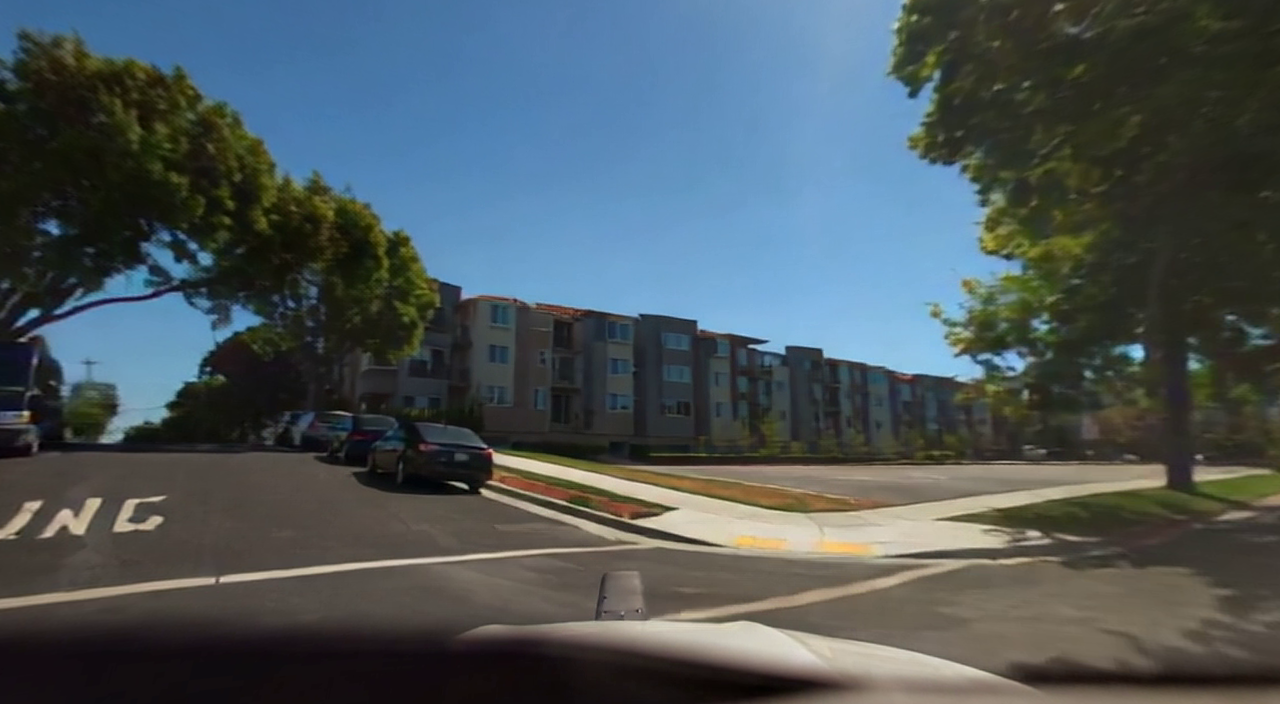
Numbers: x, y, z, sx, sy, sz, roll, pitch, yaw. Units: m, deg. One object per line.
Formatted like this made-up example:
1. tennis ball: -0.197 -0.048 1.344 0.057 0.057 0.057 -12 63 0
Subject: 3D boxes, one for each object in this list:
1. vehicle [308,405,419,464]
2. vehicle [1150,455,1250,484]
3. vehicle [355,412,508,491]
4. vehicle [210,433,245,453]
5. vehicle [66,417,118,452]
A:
1. vehicle: -8.109 2.432 18.317 1.776 1.478 4.393 7 -11 -38
2. vehicle: 33.741 7.051 38.151 1.702 1.580 4.115 7 -11 -37
3. vehicle: -4.717 2.170 13.883 1.827 1.436 4.322 7 -11 -36
4. vehicle: -31.550 6.945 48.311 1.778 1.451 4.047 7 -11 -37
5. vehicle: -34.313 5.151 39.667 2.090 1.674 4.457 10 -7 -38
